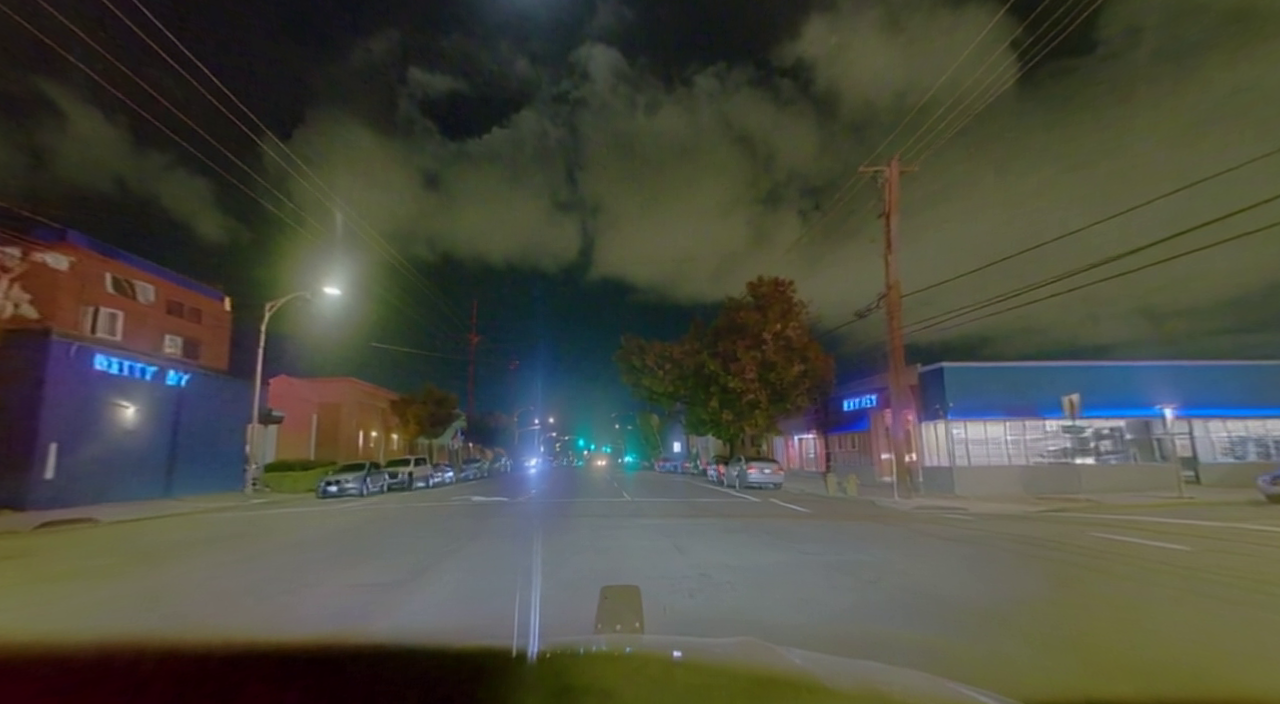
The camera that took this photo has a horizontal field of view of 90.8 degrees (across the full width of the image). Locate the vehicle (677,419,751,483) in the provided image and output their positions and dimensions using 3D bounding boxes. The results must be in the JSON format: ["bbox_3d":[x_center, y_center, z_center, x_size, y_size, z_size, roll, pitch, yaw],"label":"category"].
[{"bbox_3d":[3.982,5.605,35.876,2.815,3.203,7.558,1,-9,-3],"label":"vehicle"}]

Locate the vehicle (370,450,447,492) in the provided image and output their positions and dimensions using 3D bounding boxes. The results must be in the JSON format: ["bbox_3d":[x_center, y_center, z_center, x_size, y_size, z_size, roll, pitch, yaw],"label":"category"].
[{"bbox_3d":[-11.430,5.863,31.569,2.072,1.818,4.951,-3,-9,-1],"label":"vehicle"}]

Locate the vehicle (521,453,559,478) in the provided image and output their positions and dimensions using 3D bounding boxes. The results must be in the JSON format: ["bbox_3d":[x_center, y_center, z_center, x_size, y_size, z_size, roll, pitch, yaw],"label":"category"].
[{"bbox_3d":[-6.580,7.520,42.077,1.845,1.469,4.413,0,-9,-1],"label":"vehicle"}]

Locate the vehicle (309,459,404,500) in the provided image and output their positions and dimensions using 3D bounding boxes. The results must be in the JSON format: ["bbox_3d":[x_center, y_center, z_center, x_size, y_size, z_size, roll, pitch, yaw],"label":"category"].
[{"bbox_3d":[-11.434,5.157,25.869,1.978,1.452,4.263,0,-9,-1],"label":"vehicle"}]

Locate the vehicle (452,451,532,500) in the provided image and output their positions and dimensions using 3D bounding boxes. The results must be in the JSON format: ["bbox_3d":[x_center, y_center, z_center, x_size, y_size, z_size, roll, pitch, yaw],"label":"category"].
[{"bbox_3d":[-5.062,4.252,22.216,2.050,1.505,4.219,1,-9,-4],"label":"vehicle"}]

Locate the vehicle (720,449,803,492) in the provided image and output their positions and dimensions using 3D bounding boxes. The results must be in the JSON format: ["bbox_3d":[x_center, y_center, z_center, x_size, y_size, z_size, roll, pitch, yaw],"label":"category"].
[{"bbox_3d":[5.086,5.029,27.155,1.963,1.646,4.204,2,-9,-12],"label":"vehicle"}]
